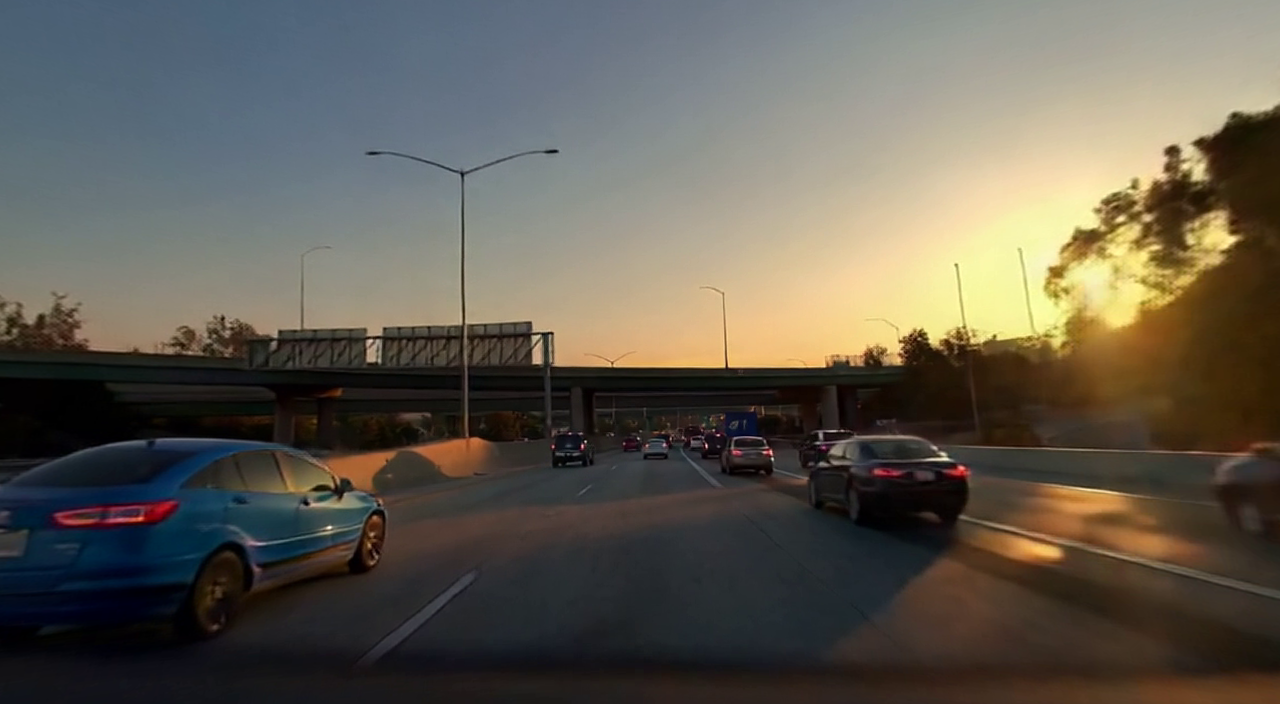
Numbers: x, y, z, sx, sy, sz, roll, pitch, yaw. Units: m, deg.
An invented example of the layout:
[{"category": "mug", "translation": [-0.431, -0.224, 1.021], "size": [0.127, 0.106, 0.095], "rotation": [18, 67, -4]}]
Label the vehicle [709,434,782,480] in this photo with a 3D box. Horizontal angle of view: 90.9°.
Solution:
[{"category": "vehicle", "translation": [3.768, 3.834, 23.276], "size": [1.933, 1.492, 4.125], "rotation": [0, -8, 0]}]

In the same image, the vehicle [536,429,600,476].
[{"category": "vehicle", "translation": [-2.877, 4.127, 26.141], "size": [2.006, 1.741, 4.277], "rotation": [-1, -8, 2]}]

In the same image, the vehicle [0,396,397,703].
[{"category": "vehicle", "translation": [-3.649, 1.230, 4.644], "size": [1.914, 1.476, 4.416], "rotation": [-1, -8, 1]}]

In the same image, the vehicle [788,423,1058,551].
[{"category": "vehicle", "translation": [3.918, 1.954, 9.895], "size": [1.999, 1.482, 4.743], "rotation": [0, -8, 0]}]
